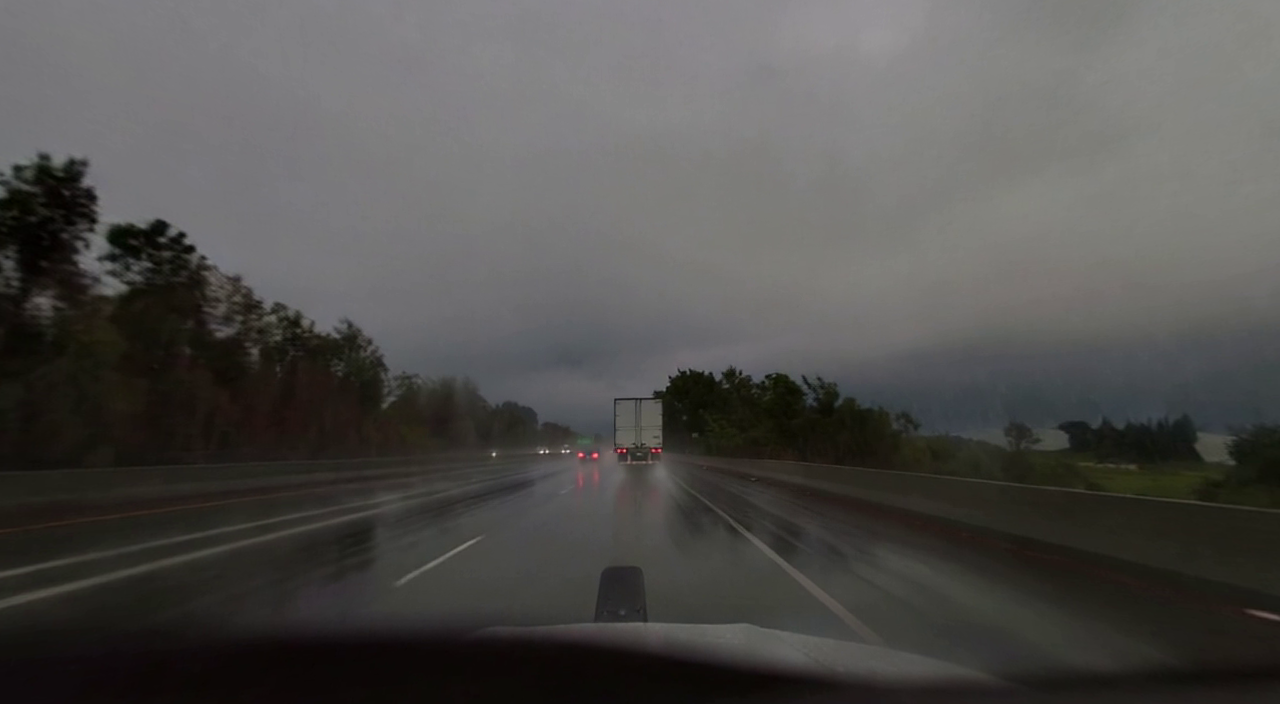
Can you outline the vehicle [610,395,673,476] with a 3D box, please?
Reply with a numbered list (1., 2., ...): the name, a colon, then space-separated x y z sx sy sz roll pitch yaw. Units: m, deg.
1. vehicle: 0.085 4.711 34.647 2.959 3.828 9.617 0 -9 0
